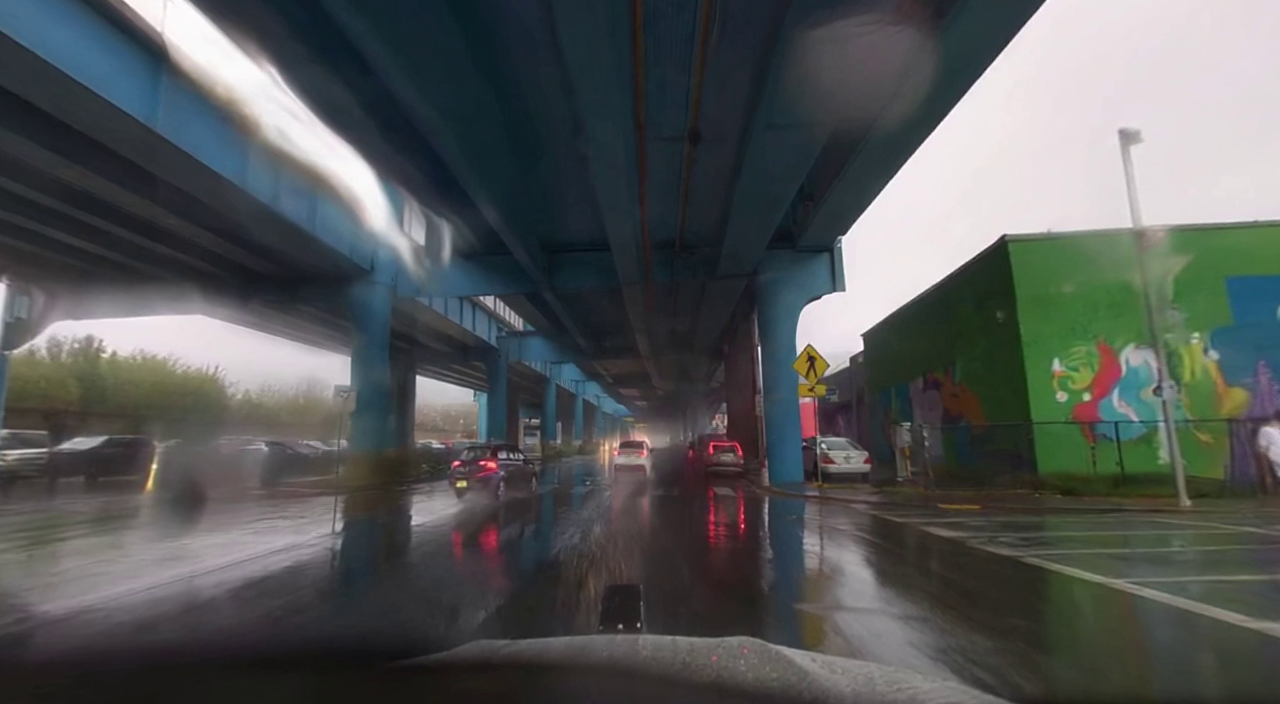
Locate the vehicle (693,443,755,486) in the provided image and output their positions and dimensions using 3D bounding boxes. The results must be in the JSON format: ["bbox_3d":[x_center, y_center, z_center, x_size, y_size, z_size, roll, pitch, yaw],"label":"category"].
[{"bbox_3d":[3.312,4.507,25.758,1.983,1.589,4.010,0,-8,0],"label":"vehicle"}]

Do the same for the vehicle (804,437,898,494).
[{"bbox_3d":[7.673,4.124,23.515,2.275,1.834,4.294,1,-8,4],"label":"vehicle"}]

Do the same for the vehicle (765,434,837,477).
[{"bbox_3d":[7.752,5.043,30.918,2.175,1.909,4.953,0,-9,0],"label":"vehicle"}]

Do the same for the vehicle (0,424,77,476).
[{"bbox_3d":[-31.505,4.868,31.529,2.208,2.440,5.648,1,-8,-9],"label":"vehicle"}]

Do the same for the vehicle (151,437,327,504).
[{"bbox_3d":[-11.909,3.537,19.306,2.056,1.768,4.986,0,-9,0],"label":"vehicle"}]

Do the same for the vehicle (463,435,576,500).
[{"bbox_3d":[-3.102,3.084,17.350,2.024,1.533,4.549,0,-8,2],"label":"vehicle"}]

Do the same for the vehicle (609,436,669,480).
[{"bbox_3d":[-0.035,4.110,24.648,2.155,1.571,3.734,0,-8,0],"label":"vehicle"}]
